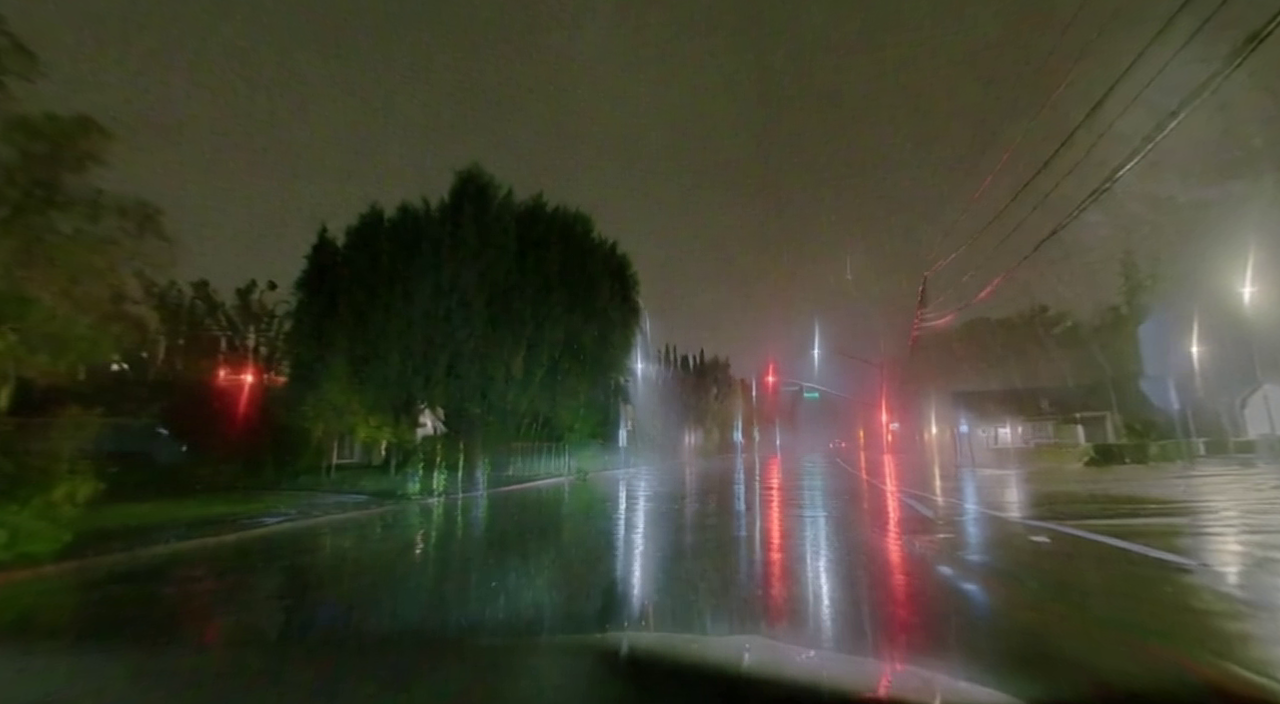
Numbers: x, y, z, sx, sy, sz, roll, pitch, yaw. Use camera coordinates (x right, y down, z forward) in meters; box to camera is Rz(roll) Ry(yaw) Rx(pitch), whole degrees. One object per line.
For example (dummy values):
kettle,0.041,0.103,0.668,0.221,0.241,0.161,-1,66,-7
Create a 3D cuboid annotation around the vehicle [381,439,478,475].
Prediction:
vehicle,-10.248,5.164,31.037,4.252,1.681,1.854,2,-9,-12
